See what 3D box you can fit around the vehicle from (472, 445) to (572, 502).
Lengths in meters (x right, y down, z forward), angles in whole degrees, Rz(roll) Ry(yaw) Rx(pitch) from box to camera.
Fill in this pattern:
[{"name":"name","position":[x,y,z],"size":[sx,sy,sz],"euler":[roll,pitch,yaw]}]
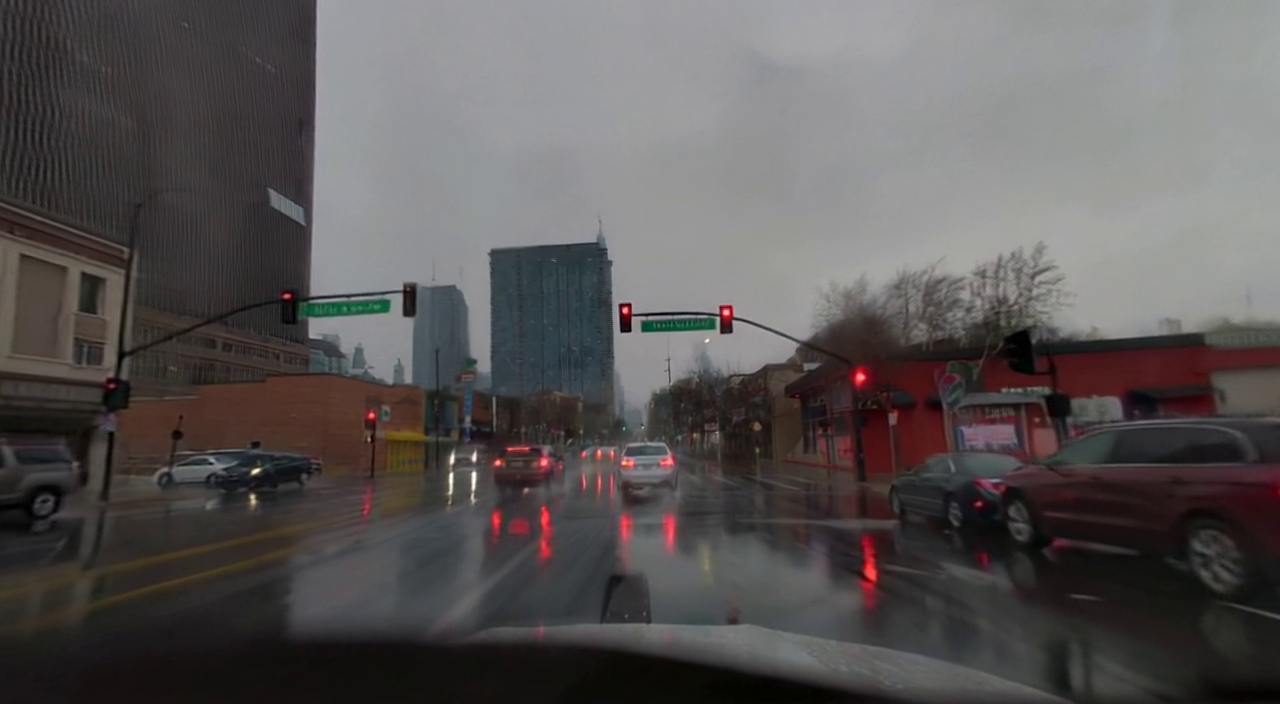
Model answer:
[{"name":"vehicle","position":[-3.289,3.454,18.433],"size":[1.950,1.450,4.257],"euler":[0,-8,2]}]

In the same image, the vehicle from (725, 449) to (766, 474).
[{"name":"vehicle","position":[6.876,7.163,41.497],"size":[1.944,1.462,4.406],"euler":[0,-8,0]}]

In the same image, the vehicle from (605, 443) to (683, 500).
[{"name":"vehicle","position":[0.117,3.449,18.654],"size":[2.037,1.484,4.073],"euler":[0,-8,0]}]

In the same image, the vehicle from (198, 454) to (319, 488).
[{"name":"vehicle","position":[-18.873,5.847,31.248],"size":[5.163,1.510,2.174],"euler":[-3,-9,17]}]

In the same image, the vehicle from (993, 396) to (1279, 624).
[{"name":"vehicle","position":[6.488,1.552,6.851],"size":[2.289,1.867,5.322],"euler":[0,-8,1]}]

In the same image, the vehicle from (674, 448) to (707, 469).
[{"name":"vehicle","position":[3.672,7.862,46.685],"size":[2.047,1.463,4.514],"euler":[0,-8,0]}]

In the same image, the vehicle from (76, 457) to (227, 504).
[{"name":"vehicle","position":[-17.237,4.518,22.599],"size":[1.774,1.436,4.473],"euler":[0,-8,1]}]

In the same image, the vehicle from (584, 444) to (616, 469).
[{"name":"vehicle","position":[-2.894,7.635,46.138],"size":[2.007,1.736,4.185],"euler":[0,-8,1]}]
